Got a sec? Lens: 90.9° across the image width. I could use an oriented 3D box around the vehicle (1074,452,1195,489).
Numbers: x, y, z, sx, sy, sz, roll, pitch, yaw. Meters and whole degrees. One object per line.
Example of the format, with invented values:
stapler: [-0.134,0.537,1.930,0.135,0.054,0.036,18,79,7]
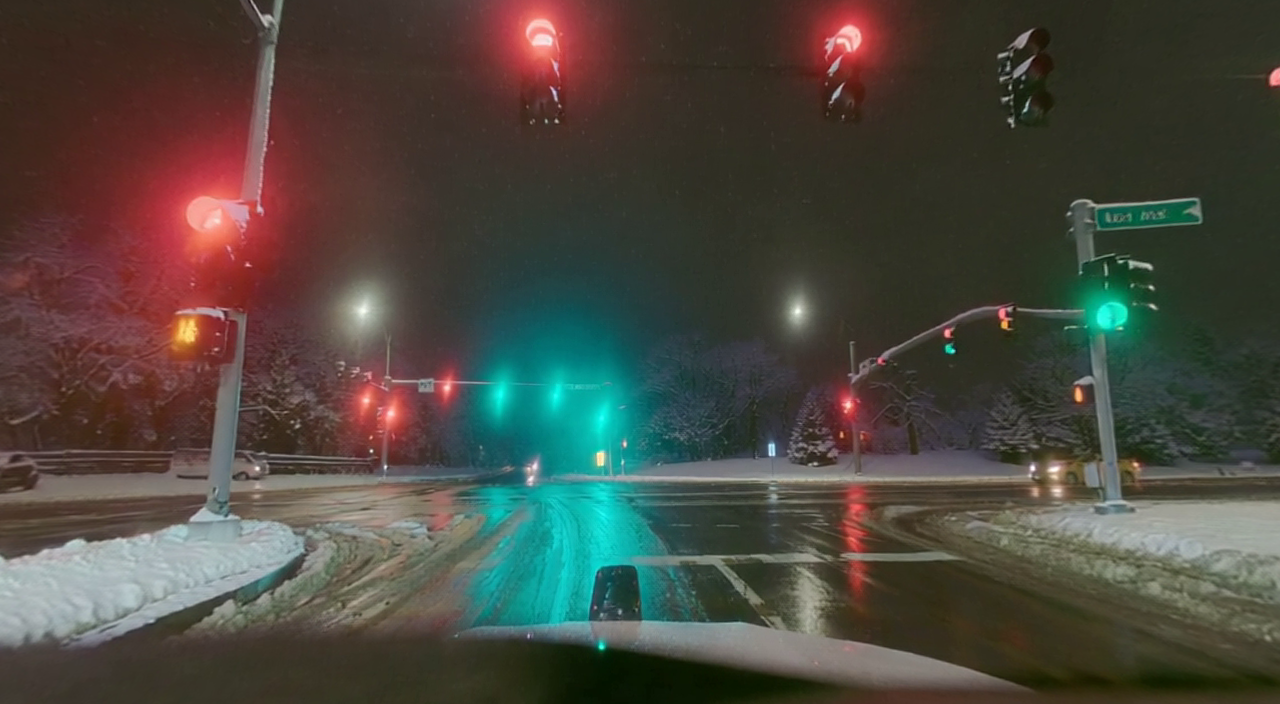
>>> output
vehicle: [22.761,5.444,29.093,3.998,1.590,1.936,1,-10,-6]
